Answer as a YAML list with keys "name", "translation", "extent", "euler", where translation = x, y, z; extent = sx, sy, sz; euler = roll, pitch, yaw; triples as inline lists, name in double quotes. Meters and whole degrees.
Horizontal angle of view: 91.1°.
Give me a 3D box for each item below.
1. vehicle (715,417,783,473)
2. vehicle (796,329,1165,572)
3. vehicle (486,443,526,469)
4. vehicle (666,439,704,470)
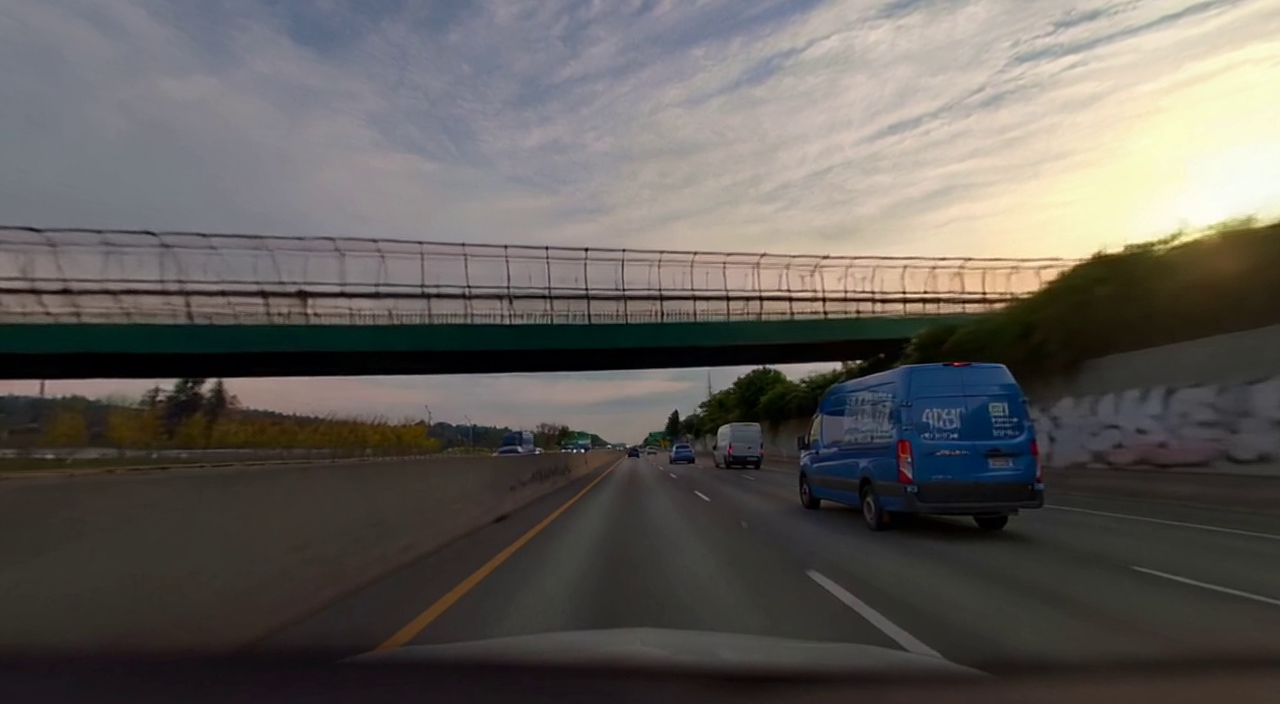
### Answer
- name: "vehicle"
  translation: [6.807, 5.979, 40.441]
  extent: [2.761, 3.225, 7.624]
  euler: [0, -9, -2]
- name: "vehicle"
  translation: [4.399, 1.479, 9.743]
  extent: [2.283, 2.631, 5.719]
  euler: [0, -9, -2]
- name: "vehicle"
  translation: [-9.122, 7.124, 43.192]
  extent: [1.827, 1.612, 4.182]
  euler: [0, -9, 0]
- name: "vehicle"
  translation: [2.908, 6.762, 41.573]
  extent: [2.007, 1.943, 5.010]
  euler: [0, -9, -2]
